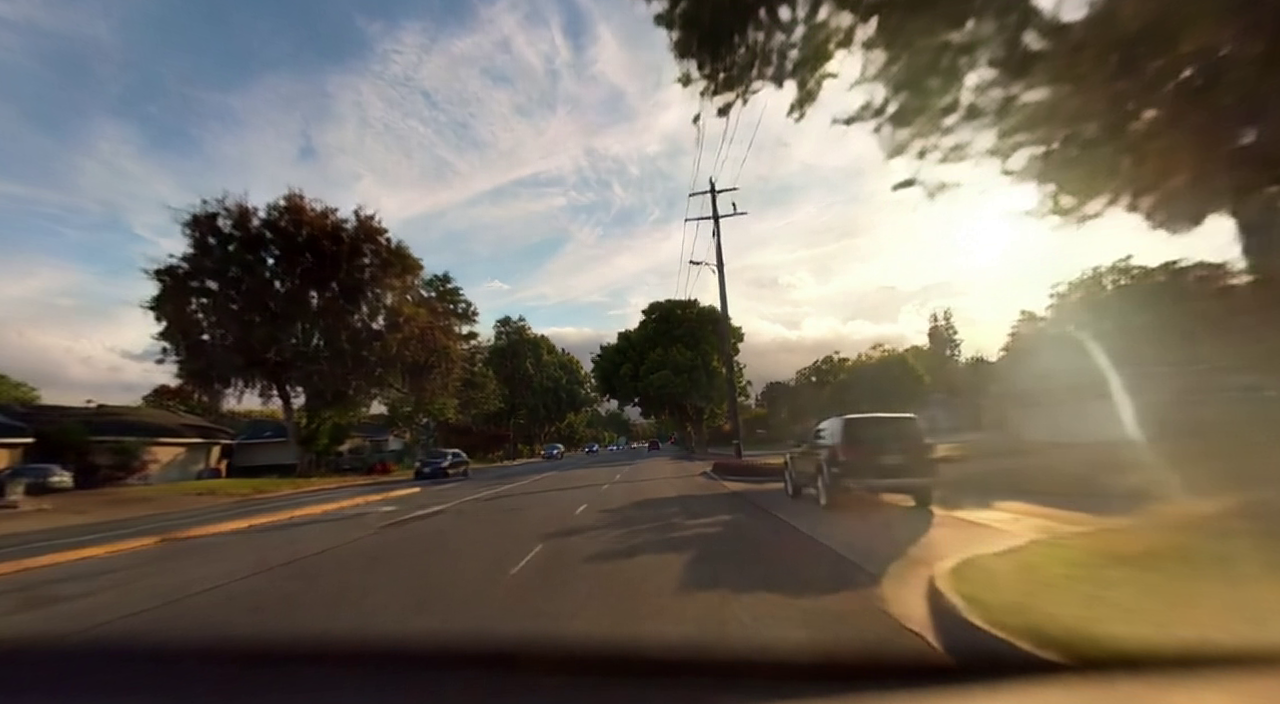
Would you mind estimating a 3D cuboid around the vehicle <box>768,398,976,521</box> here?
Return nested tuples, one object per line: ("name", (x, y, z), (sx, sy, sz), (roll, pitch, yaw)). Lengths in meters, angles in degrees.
("vehicle", (4.177, 2.064, 12.468), (2.228, 1.885, 4.854), (-1, -8, 0))

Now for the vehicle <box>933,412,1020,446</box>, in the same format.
("vehicle", (22.096, 5.089, 41.536), (4.389, 1.751, 2.158), (-4, -14, 5))

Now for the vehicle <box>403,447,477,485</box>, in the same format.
("vehicle", (-8.849, 5.051, 28.276), (1.915, 1.539, 4.106), (-1, -8, 1))
